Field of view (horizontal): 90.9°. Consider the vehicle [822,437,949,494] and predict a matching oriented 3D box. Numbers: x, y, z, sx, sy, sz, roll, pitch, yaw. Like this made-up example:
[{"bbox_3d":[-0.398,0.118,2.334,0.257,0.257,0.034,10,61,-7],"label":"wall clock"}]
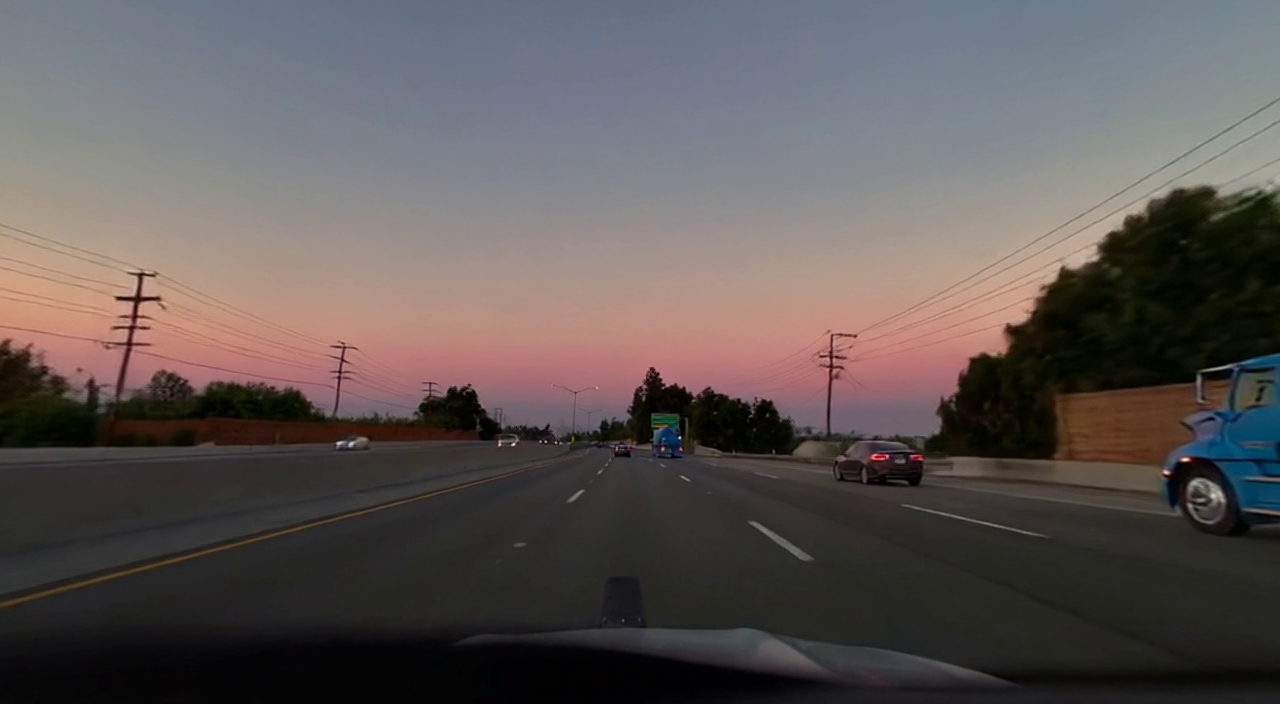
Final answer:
[{"bbox_3d":[7.176,3.352,19.045,1.905,1.480,4.624,0,-8,-1],"label":"vehicle"}]
